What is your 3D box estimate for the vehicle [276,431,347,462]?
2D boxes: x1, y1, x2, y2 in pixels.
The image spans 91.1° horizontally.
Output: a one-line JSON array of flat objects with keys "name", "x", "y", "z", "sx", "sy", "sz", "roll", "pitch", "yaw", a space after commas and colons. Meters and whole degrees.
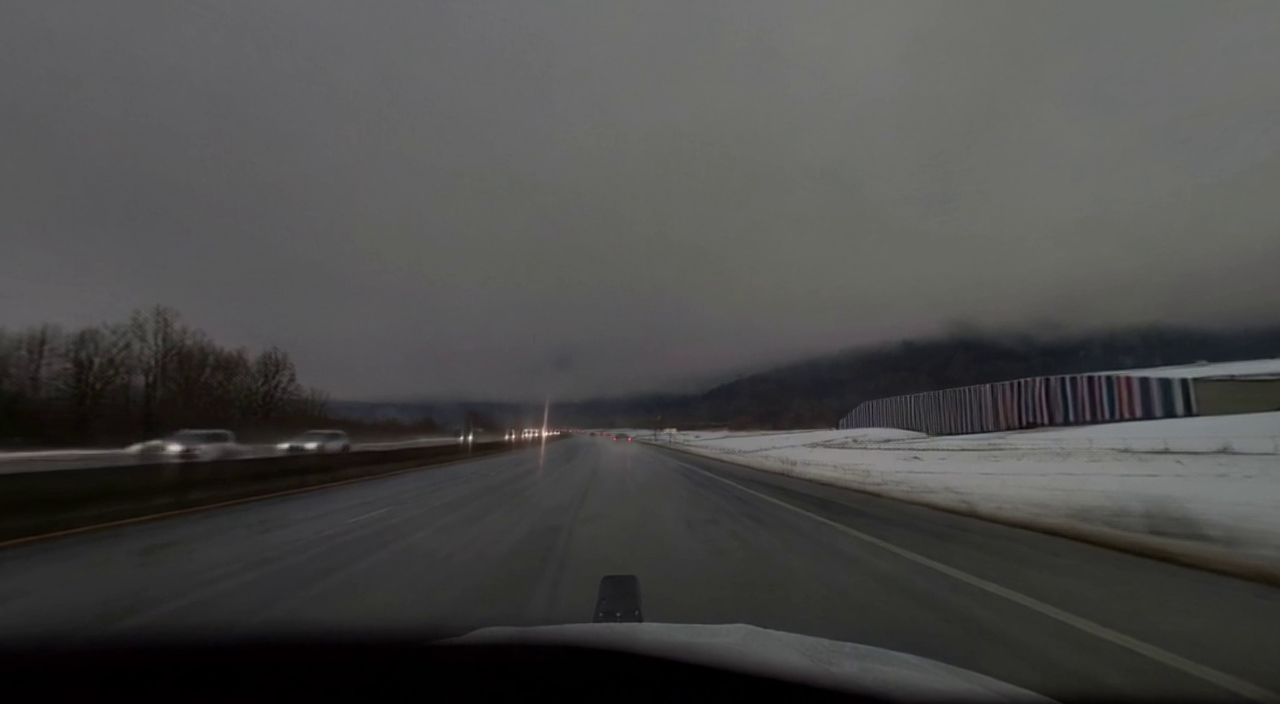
[{"name": "vehicle", "x": -16.406, "y": 4.737, "z": 31.571, "sx": 1.689, "sy": 1.459, "sz": 3.650, "roll": 0, "pitch": -8, "yaw": -2}]

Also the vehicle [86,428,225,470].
[{"name": "vehicle", "x": -19.463, "y": 3.922, "z": 25.613, "sx": 1.957, "sy": 1.528, "sz": 4.828, "roll": 0, "pitch": -8, "yaw": -2}]
